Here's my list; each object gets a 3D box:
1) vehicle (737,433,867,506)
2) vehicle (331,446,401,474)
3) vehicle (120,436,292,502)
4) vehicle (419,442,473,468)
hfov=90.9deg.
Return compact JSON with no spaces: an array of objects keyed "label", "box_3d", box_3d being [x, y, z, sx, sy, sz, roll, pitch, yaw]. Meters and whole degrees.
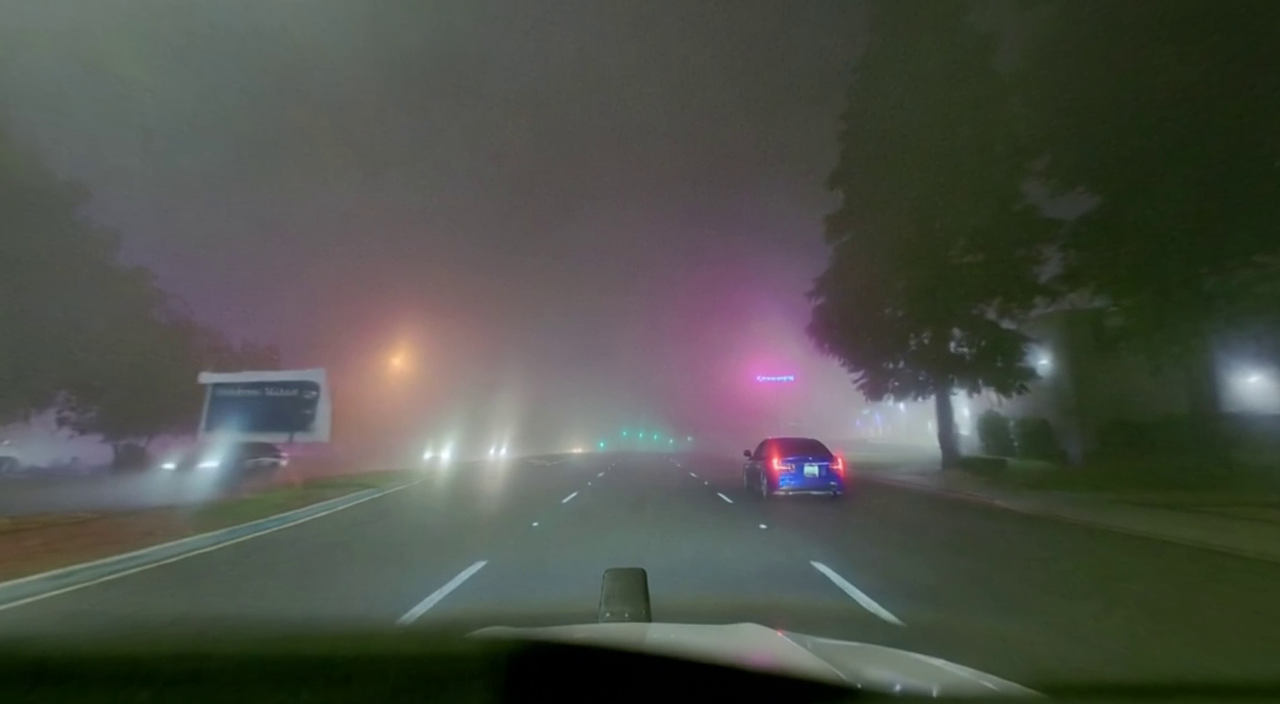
[{"label":"vehicle","box_3d":[3.699,2.747,15.291,1.977,1.474,4.399,0,-8,0]},{"label":"vehicle","box_3d":[-15.672,6.177,36.310,1.917,1.454,4.577,0,-8,0]},{"label":"vehicle","box_3d":[-12.549,3.364,18.664,1.975,1.697,4.265,0,-8,1]},{"label":"vehicle","box_3d":[-12.167,6.487,39.851,1.986,1.514,4.300,0,-8,1]}]
